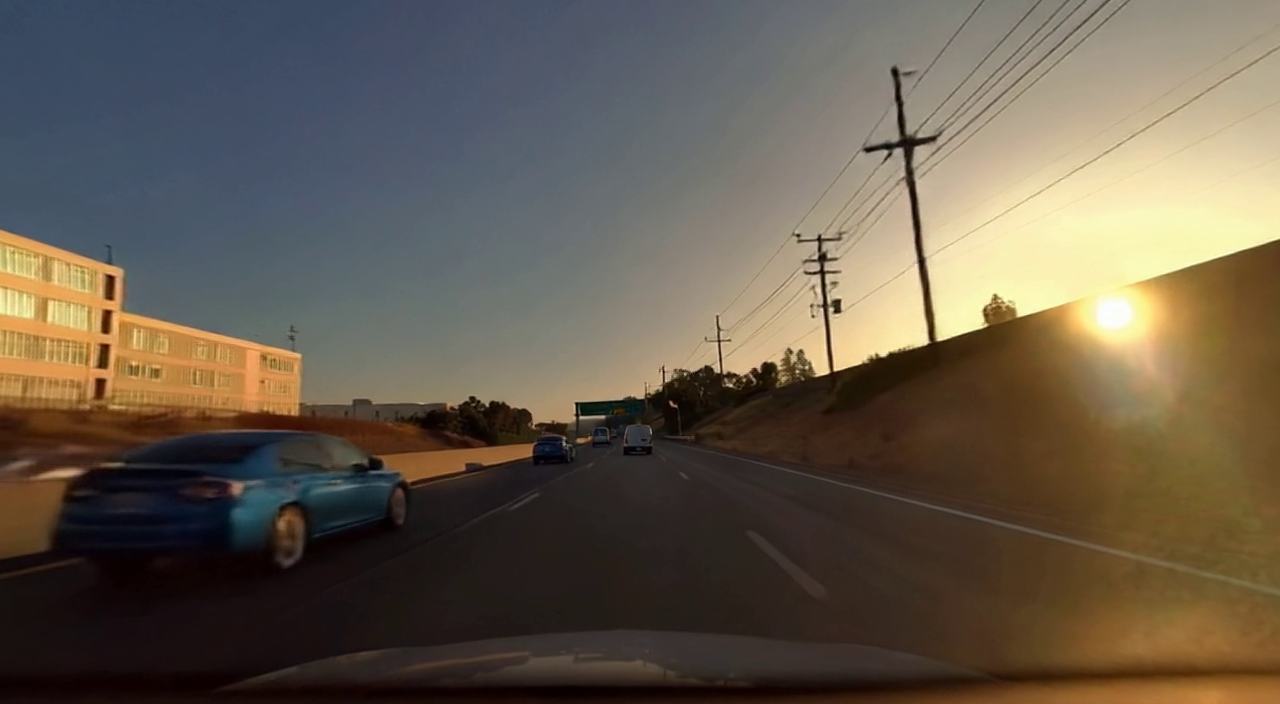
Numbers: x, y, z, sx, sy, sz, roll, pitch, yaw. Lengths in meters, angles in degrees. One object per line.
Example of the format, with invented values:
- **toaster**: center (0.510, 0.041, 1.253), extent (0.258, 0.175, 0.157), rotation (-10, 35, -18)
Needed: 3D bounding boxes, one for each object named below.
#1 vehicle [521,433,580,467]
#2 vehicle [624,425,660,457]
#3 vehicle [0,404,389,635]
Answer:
- **vehicle**: center (-4.169, 4.642, 30.153), extent (2.087, 1.464, 4.853), rotation (0, -8, 0)
- **vehicle**: center (0.102, 5.823, 41.331), extent (2.213, 1.997, 4.456), rotation (0, -8, -1)
- **vehicle**: center (-4.451, 1.425, 6.419), extent (2.058, 1.557, 4.125), rotation (0, -8, 0)
